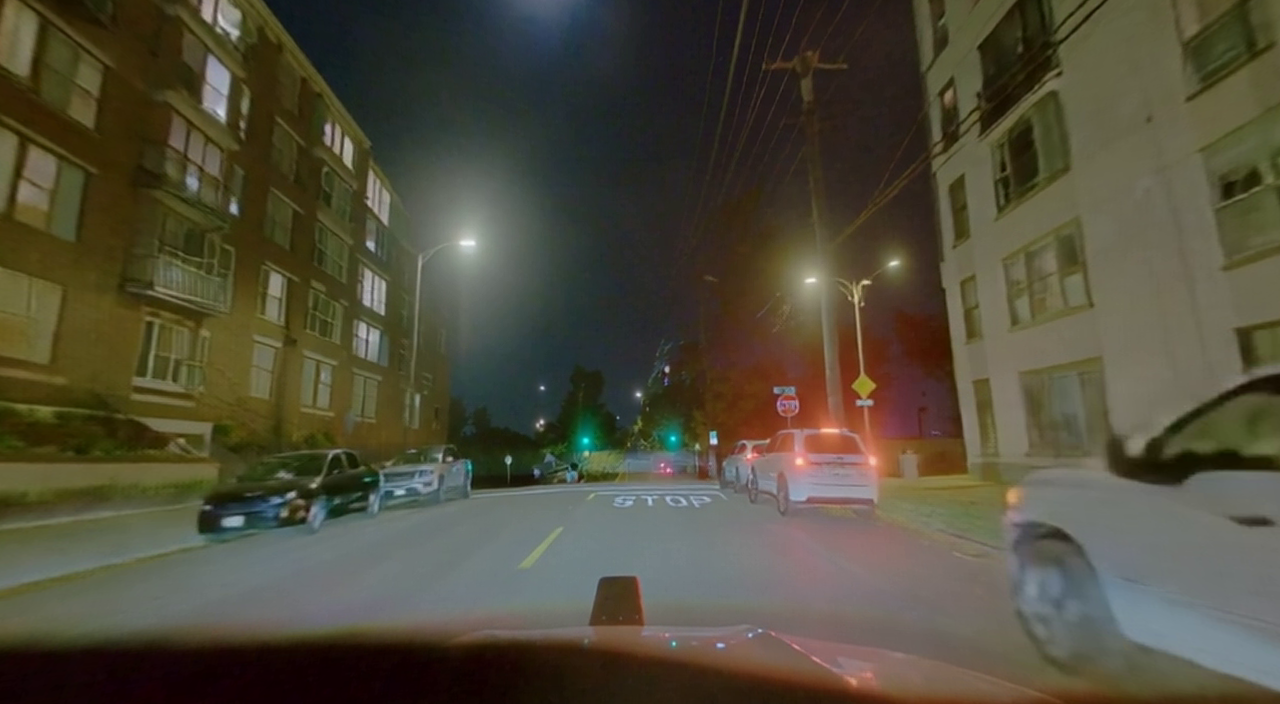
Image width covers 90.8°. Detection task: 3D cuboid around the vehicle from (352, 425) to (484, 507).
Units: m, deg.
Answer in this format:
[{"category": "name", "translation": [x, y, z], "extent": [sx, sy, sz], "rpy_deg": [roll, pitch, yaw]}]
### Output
[{"category": "vehicle", "translation": [-6.115, 3.304, 18.188], "extent": [2.076, 1.913, 5.060], "rpy_deg": [-3, -11, -1]}]

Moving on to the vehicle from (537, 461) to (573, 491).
[{"category": "vehicle", "translation": [-5.911, 8.635, 44.363], "extent": [1.987, 1.662, 4.141], "rpy_deg": [-2, -7, -1]}]

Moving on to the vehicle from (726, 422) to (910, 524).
[{"category": "vehicle", "translation": [3.330, 2.377, 13.000], "extent": [2.154, 1.699, 4.591], "rpy_deg": [0, -9, -4]}]

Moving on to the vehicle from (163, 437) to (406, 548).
[{"category": "vehicle", "translation": [-6.310, 2.499, 11.998], "extent": [2.069, 1.647, 4.359], "rpy_deg": [-1, -8, 0]}]

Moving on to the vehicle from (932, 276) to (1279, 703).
[{"category": "vehicle", "translation": [3.306, 0.658, 2.021], "extent": [2.082, 1.902, 5.122], "rpy_deg": [0, -9, -3]}]
